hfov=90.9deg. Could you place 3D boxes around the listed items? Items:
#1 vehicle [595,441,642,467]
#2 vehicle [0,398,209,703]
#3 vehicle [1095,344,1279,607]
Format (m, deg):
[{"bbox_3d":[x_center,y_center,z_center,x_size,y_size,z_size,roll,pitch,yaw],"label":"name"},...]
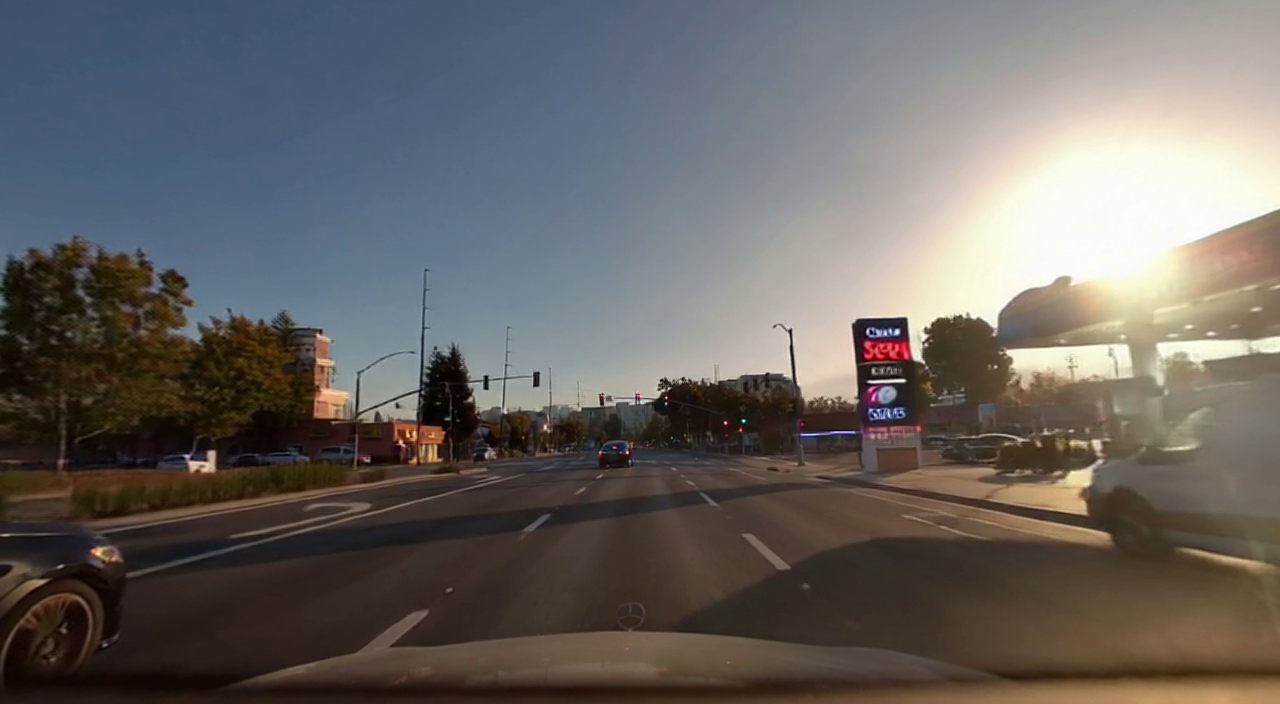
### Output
[{"bbox_3d":[-1.203,6.181,38.339,2.082,1.460,4.442,-1,-9,8],"label":"vehicle"},{"bbox_3d":[-3.462,0.758,1.309,2.018,1.470,4.346,0,-8,0],"label":"vehicle"},{"bbox_3d":[7.105,0.936,4.531,2.764,2.327,6.492,0,-8,0],"label":"vehicle"}]
